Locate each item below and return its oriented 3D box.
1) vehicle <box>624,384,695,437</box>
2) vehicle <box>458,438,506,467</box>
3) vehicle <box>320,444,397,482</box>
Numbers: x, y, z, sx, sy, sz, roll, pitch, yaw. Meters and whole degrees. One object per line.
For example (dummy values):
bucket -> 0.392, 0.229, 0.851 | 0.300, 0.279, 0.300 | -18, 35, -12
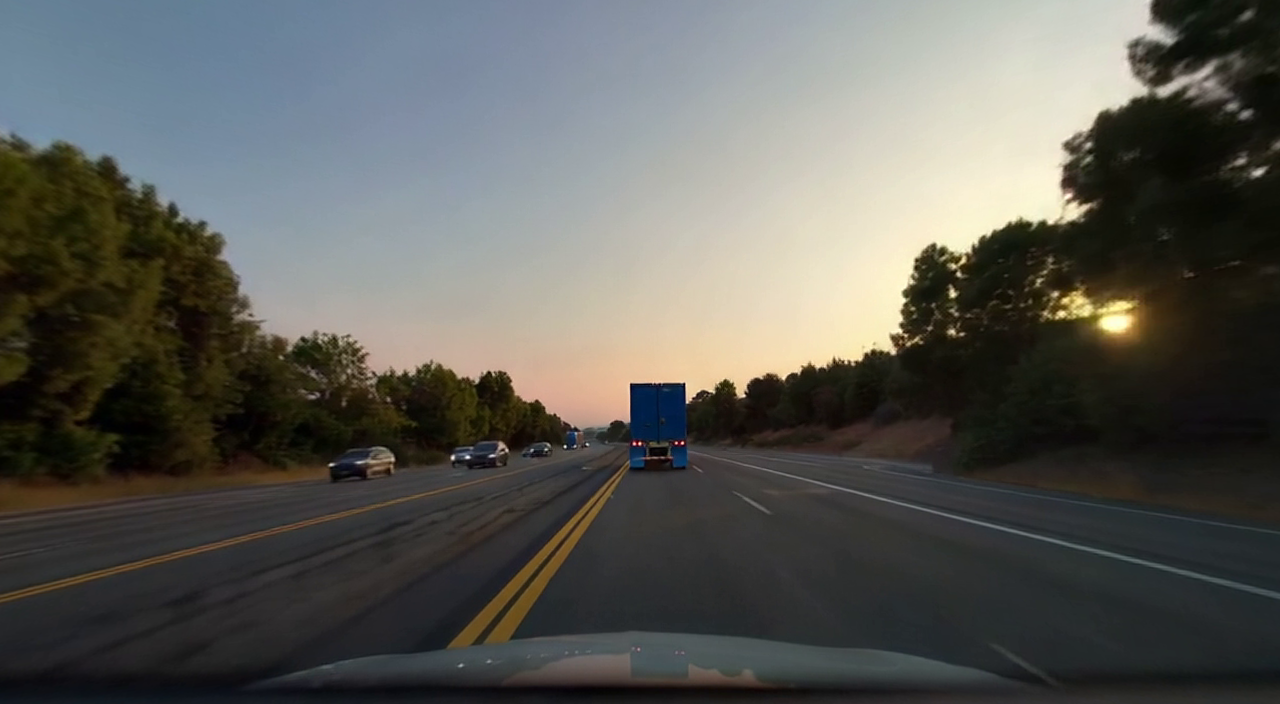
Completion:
vehicle -> 0.640, 2.435, 25.260 | 2.509, 1.890, 4.732 | 0, -8, -2
vehicle -> -11.479, 7.328, 46.067 | 2.133, 1.942, 4.865 | 0, -8, 2
vehicle -> -15.131, 5.945, 34.103 | 2.000, 1.847, 4.664 | -1, -8, 0
